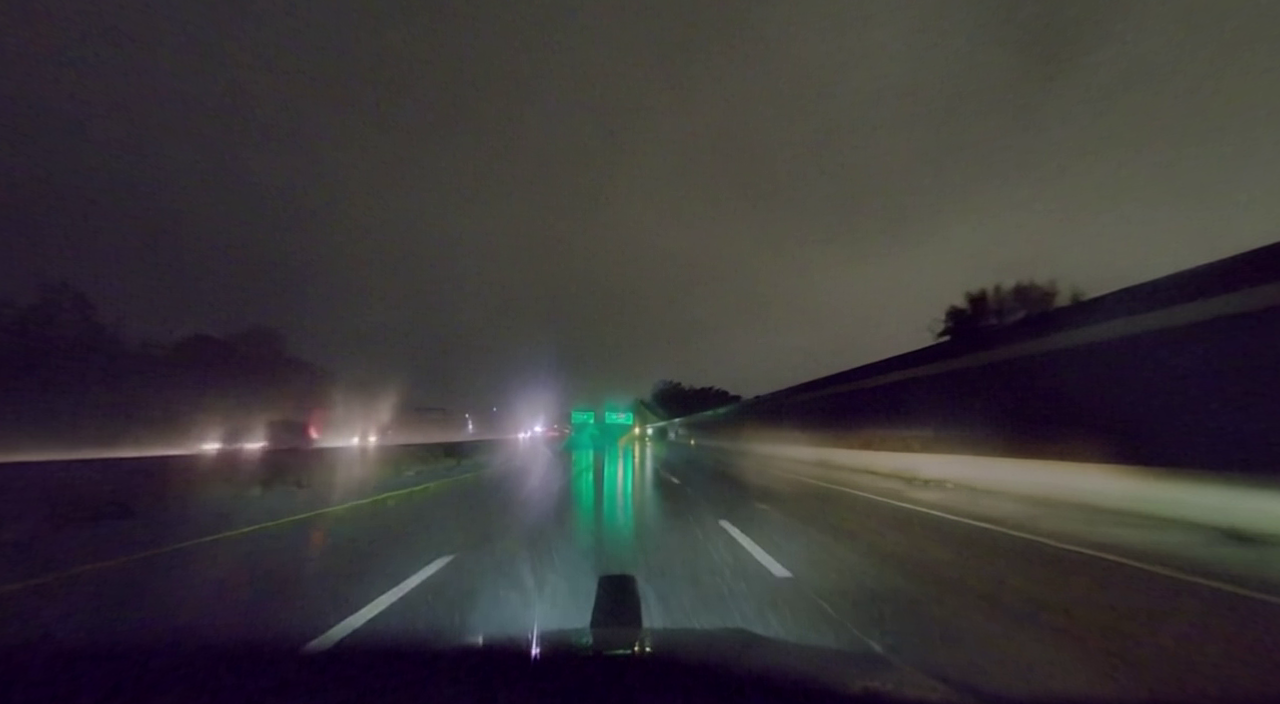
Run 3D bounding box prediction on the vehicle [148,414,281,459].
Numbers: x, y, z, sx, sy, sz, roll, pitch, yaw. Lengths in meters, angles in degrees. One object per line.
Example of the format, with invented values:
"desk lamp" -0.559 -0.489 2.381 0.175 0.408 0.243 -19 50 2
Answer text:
"vehicle" -17.546 3.547 26.405 2.127 1.714 5.132 0 -8 -2
